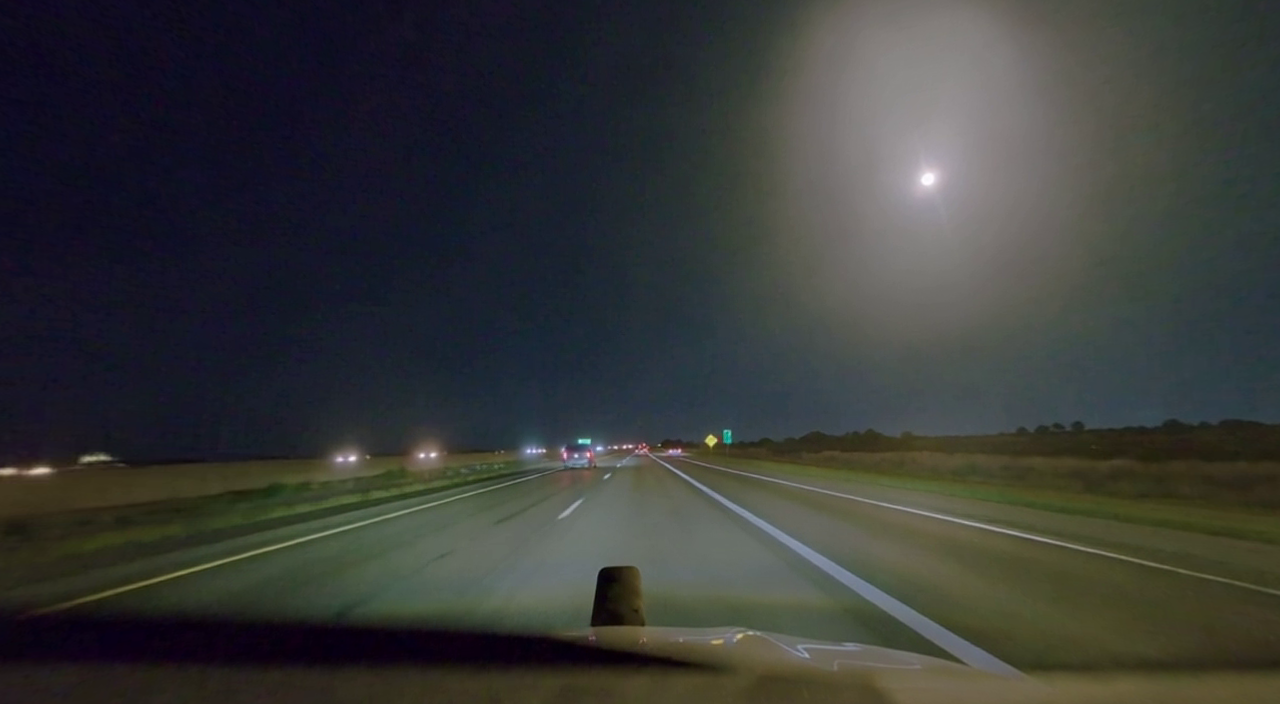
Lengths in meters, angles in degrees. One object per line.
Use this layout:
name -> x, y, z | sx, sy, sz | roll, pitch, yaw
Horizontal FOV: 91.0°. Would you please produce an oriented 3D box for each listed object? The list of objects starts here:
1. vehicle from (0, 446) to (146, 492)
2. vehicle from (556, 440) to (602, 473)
vehicle -> -25.274, 5.163, 28.269 | 2.066, 1.838, 4.949 | 0, -9, 1
vehicle -> -3.310, 5.796, 35.036 | 2.070, 1.707, 4.309 | 0, -9, 1
